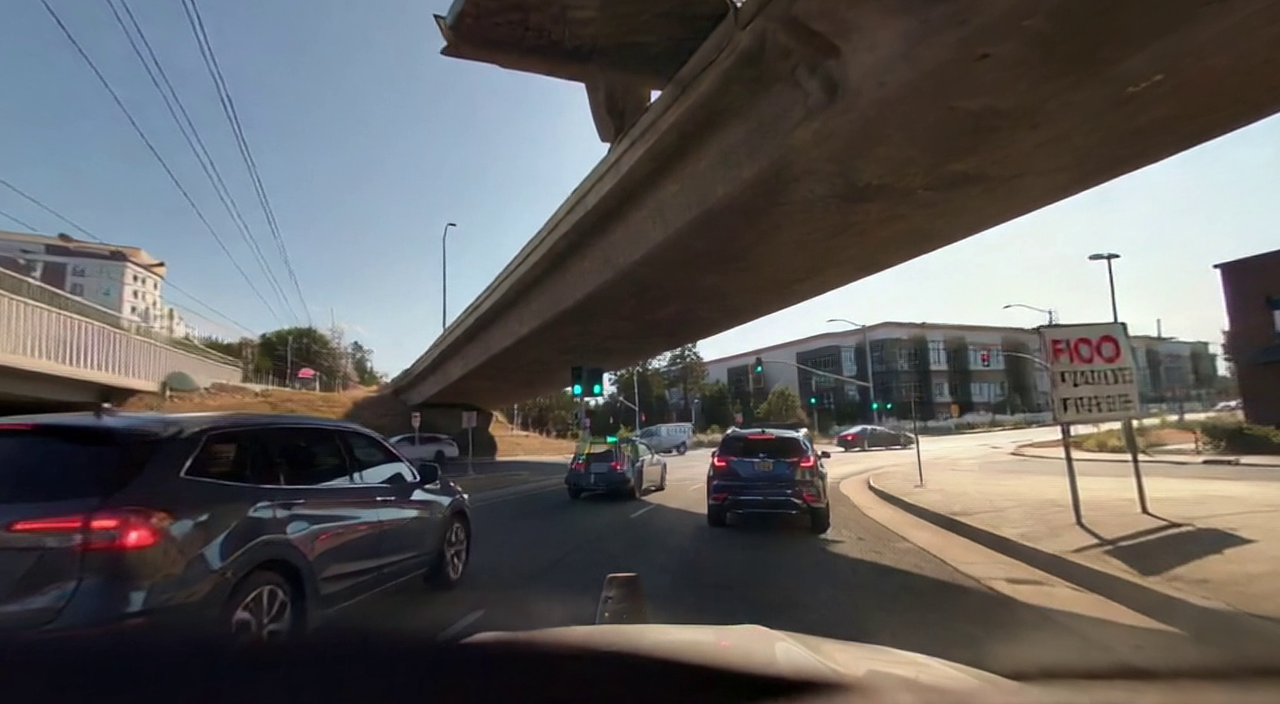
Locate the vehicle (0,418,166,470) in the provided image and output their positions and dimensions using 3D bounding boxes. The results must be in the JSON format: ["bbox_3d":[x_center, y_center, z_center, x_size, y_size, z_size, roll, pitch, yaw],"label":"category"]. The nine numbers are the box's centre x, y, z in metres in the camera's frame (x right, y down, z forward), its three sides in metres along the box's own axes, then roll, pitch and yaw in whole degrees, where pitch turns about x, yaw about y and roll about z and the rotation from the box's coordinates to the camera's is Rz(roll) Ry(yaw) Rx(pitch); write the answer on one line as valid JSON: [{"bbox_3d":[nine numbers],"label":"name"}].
[{"bbox_3d":[-43.653,7.012,48.126,2.989,3.604,11.471,-5,-9,27],"label":"vehicle"}]

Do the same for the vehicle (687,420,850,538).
[{"bbox_3d":[2.183,2.067,10.931,2.195,1.571,4.353,-2,-9,11],"label":"vehicle"}]

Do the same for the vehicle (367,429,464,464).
[{"bbox_3d":[-12.766,5.424,36.157,4.827,1.885,2.008,1,-9,-7],"label":"vehicle"}]

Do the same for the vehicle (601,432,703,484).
[{"bbox_3d":[0.549,3.491,21.096,2.214,1.519,4.704,-3,-9,17],"label":"vehicle"}]

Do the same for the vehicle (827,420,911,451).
[{"bbox_3d":[13.209,4.819,36.269,4.755,1.623,2.290,6,-11,-38],"label":"vehicle"}]
